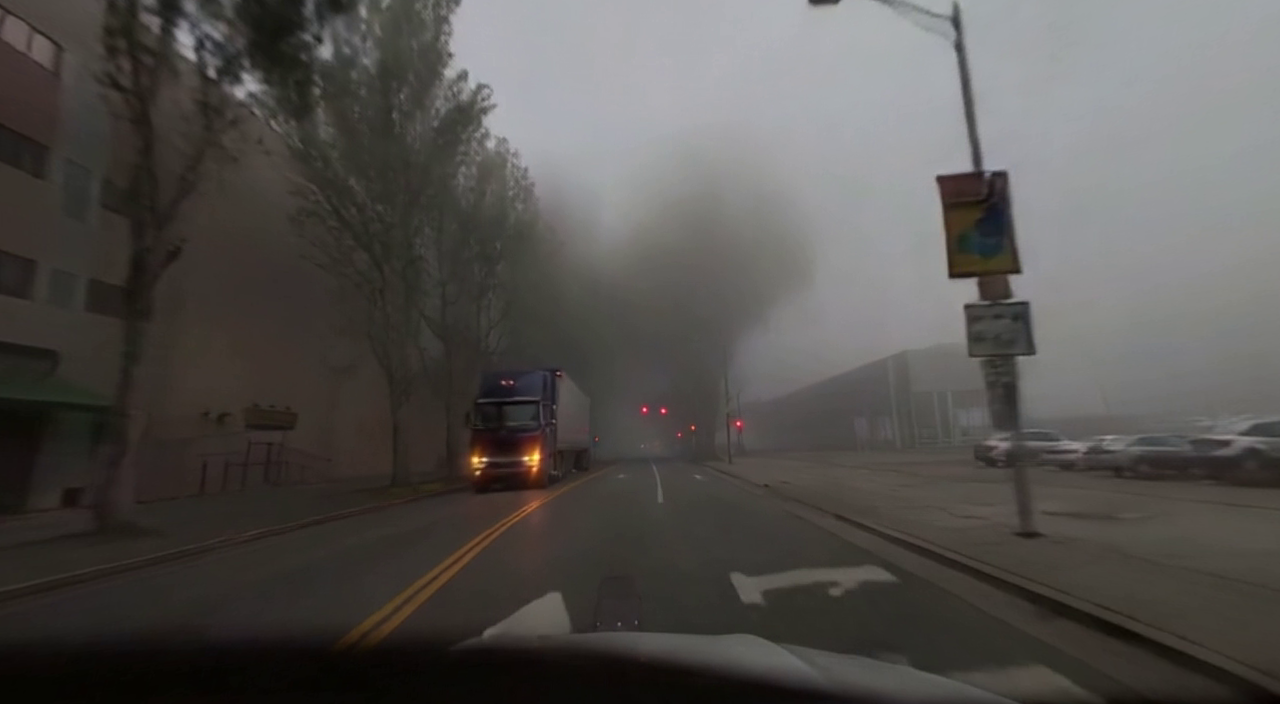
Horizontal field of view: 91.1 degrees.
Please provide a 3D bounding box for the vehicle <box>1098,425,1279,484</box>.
[{"bbox_3d":[15.957,2.931,18.072,4.061,1.590,1.862,0,-8,1],"label":"vehicle"}]

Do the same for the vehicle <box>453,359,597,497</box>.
[{"bbox_3d":[-4.162,3.541,27.730,3.160,4.343,15.392,0,-9,1],"label":"vehicle"}]
